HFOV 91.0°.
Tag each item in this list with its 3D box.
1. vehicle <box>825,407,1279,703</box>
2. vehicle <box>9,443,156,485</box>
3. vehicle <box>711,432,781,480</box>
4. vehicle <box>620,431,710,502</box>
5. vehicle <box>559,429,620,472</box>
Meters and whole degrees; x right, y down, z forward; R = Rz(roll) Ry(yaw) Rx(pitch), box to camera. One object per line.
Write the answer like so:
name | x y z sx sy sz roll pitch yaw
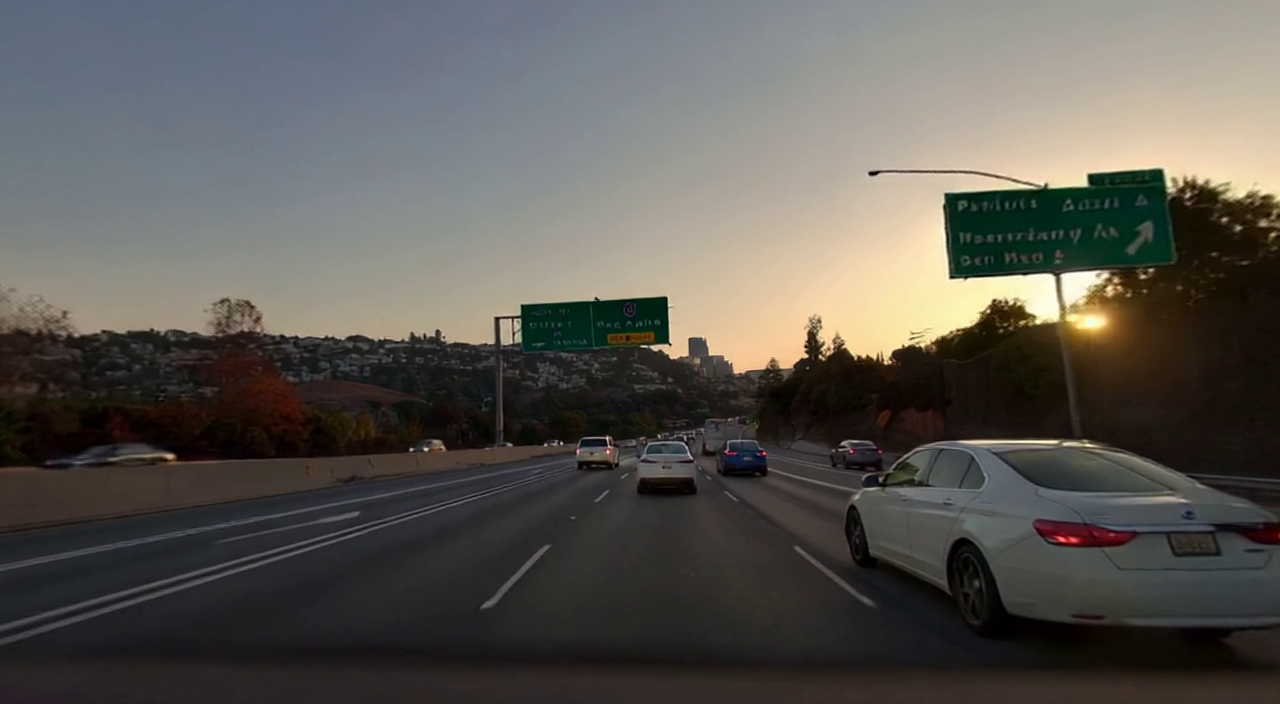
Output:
vehicle | 3.183 1.342 5.068 2.009 1.489 4.559 0 -9 0
vehicle | -22.793 4.571 26.021 1.886 1.571 4.375 0 -9 3
vehicle | 4.000 4.021 24.473 2.076 1.684 4.241 0 -9 1
vehicle | 0.645 2.944 16.485 2.074 1.614 3.803 0 -9 2
vehicle | -2.420 5.008 31.980 2.434 1.965 5.305 0 -9 3
